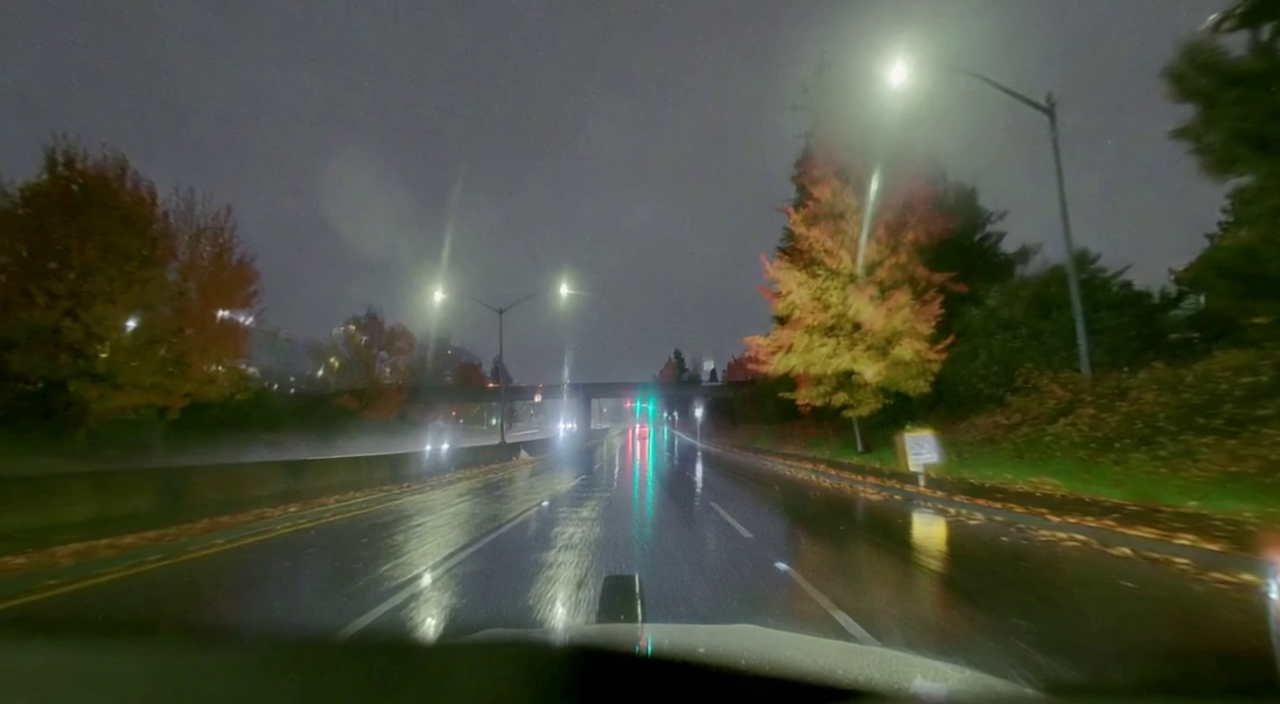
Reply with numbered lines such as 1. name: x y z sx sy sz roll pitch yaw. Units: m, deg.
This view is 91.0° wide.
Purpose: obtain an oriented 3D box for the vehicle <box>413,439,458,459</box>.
1. vehicle: -15.517 7.403 48.073 1.907 1.488 4.286 -1 -9 2
